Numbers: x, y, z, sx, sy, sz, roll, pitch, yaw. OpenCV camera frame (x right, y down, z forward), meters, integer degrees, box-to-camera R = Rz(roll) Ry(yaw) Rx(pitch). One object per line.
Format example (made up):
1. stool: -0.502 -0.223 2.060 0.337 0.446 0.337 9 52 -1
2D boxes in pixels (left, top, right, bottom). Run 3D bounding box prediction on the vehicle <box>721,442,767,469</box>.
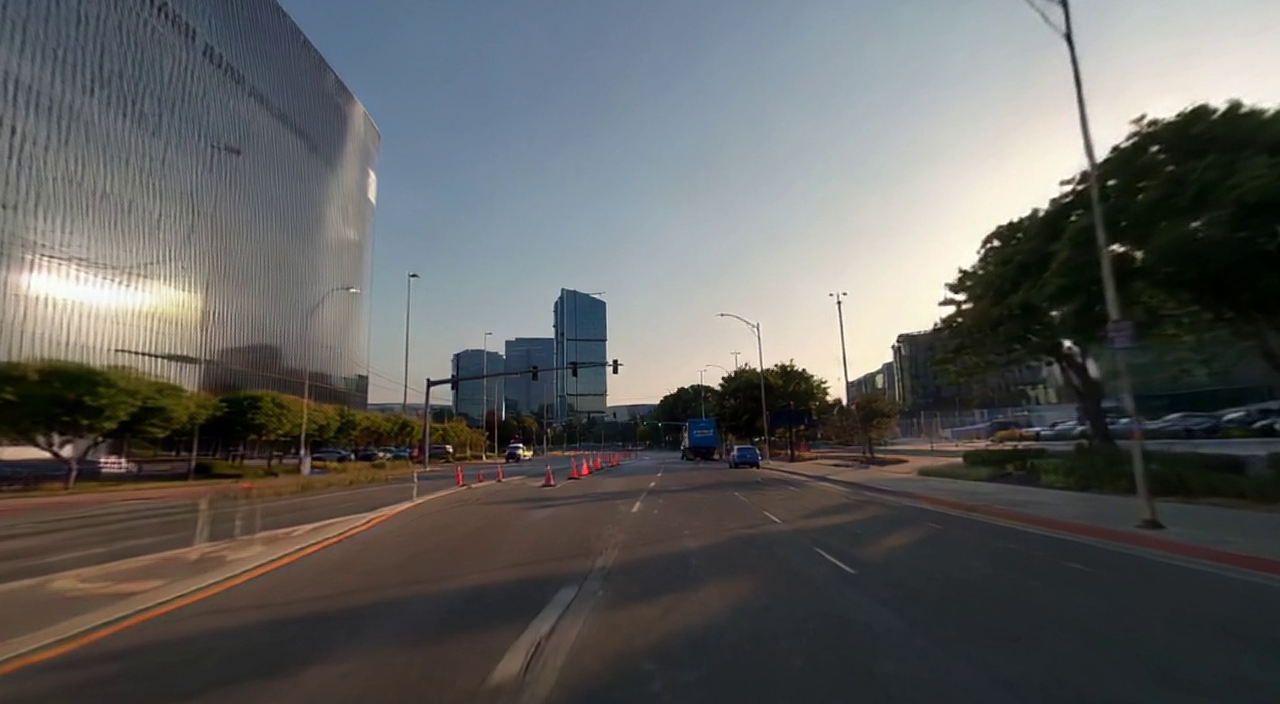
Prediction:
1. vehicle: 6.464 6.472 39.735 2.098 1.619 4.433 0 -8 -1
